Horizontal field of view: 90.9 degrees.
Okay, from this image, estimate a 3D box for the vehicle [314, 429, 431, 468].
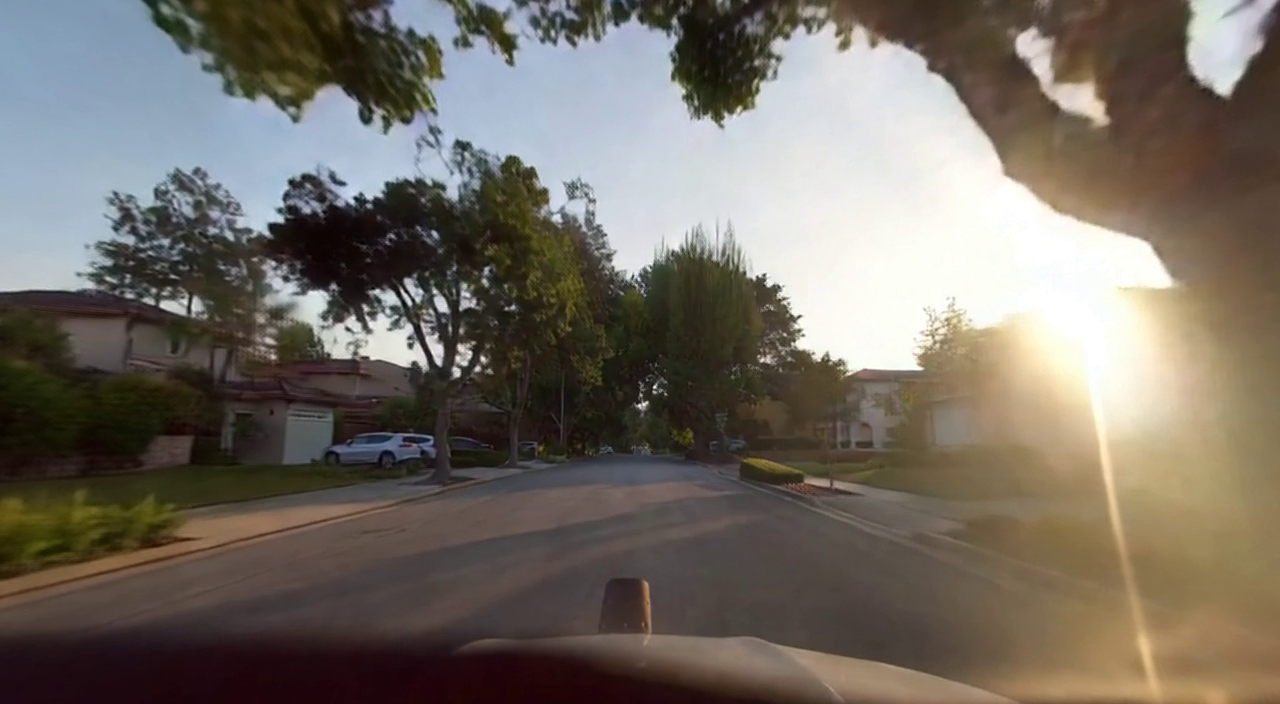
[{"bbox_3d":[-13.406,4.873,31.831,4.796,1.864,2.328,-1,-9,2],"label":"vehicle"}]
